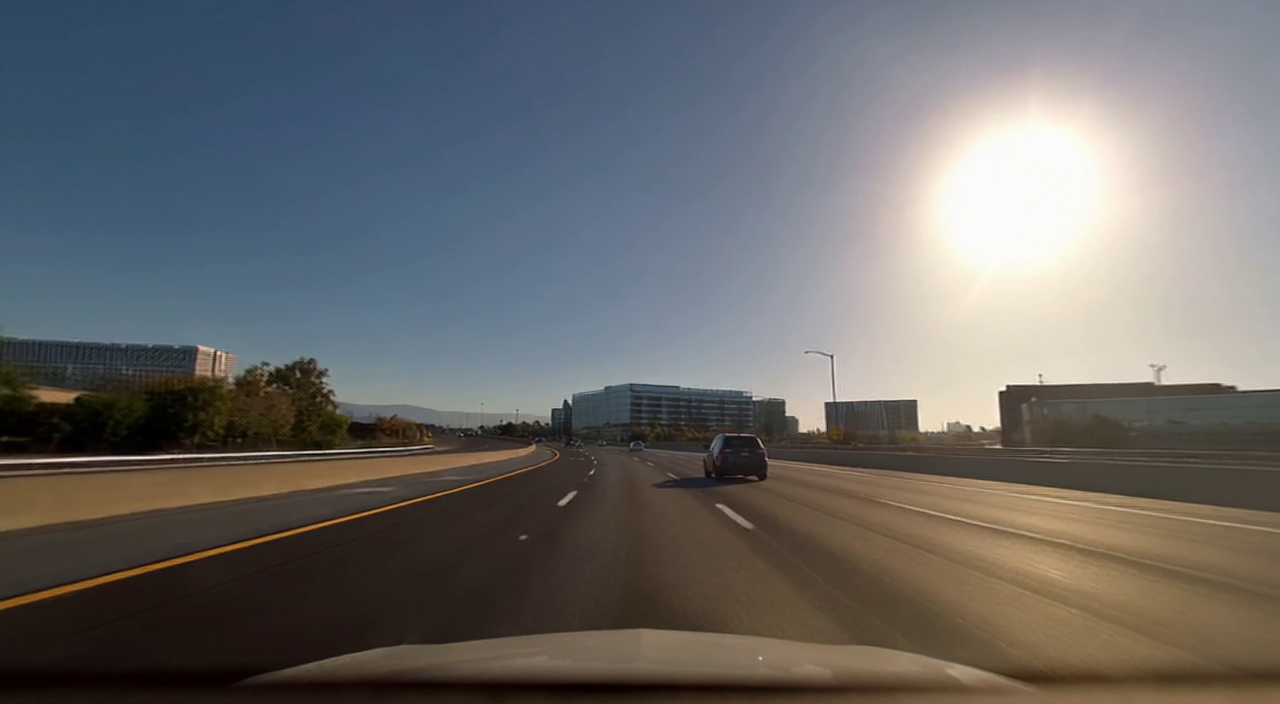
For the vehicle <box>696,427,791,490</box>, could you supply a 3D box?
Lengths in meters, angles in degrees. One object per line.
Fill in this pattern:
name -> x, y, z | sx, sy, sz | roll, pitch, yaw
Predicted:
vehicle -> 3.012, 3.229, 19.410 | 2.059, 1.715, 4.192 | 0, -8, -2
